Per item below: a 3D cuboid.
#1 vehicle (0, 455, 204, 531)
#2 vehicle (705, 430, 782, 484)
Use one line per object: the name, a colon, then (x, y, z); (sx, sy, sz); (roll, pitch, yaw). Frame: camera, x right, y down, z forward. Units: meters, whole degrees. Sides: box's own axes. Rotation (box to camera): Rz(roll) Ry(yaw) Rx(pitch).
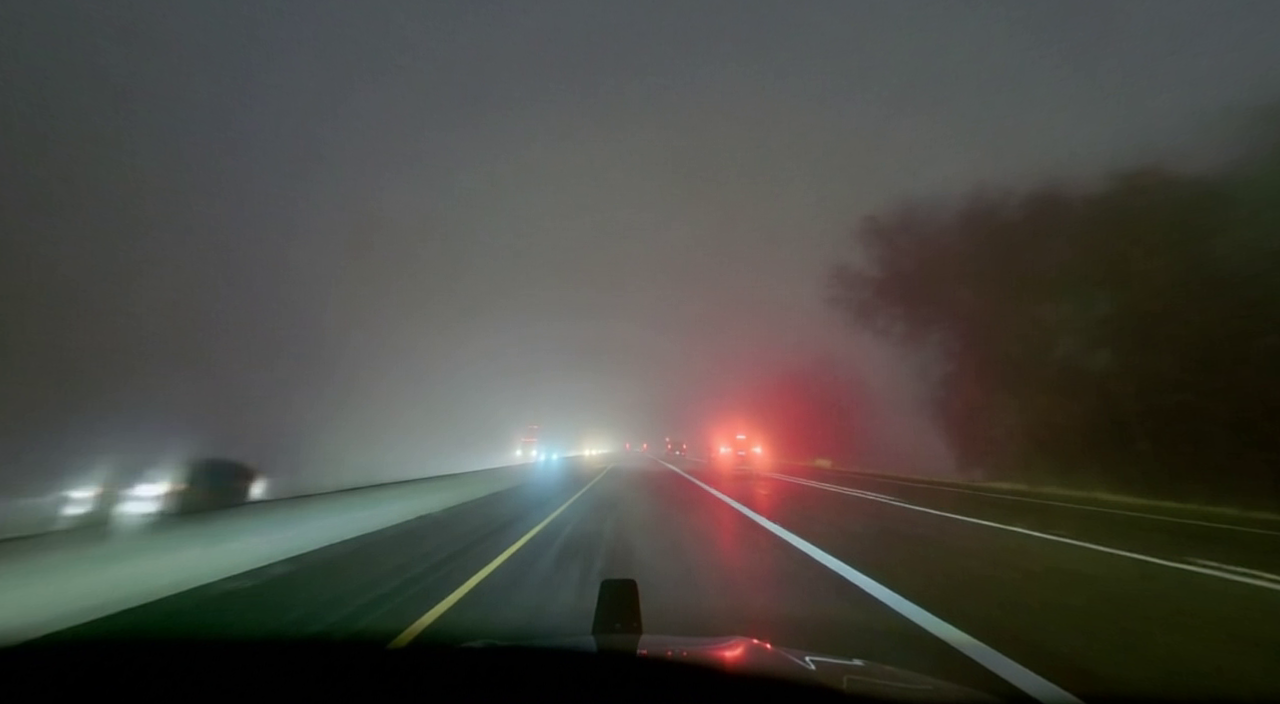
vehicle: (-12.870, 3.307, 15.189); (1.817, 1.546, 3.767); (0, -9, 0)
vehicle: (4.038, 4.227, 25.382); (2.177, 1.914, 5.245); (0, -9, 0)
